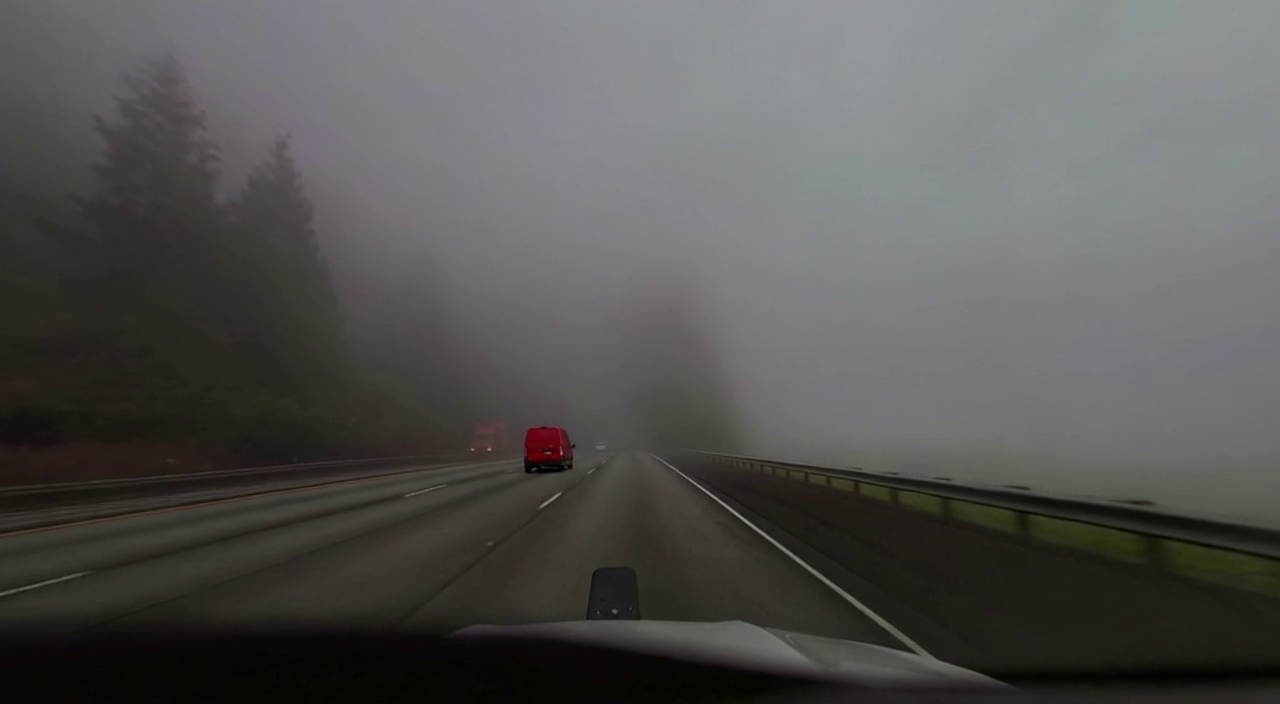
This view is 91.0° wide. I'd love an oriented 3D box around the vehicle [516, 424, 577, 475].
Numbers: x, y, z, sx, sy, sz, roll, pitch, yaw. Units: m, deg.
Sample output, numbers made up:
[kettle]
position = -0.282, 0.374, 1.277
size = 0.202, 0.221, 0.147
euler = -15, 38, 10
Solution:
[vehicle]
position = -4.040, 4.290, 27.936
size = 1.976, 2.029, 4.737
euler = -1, -8, 0
